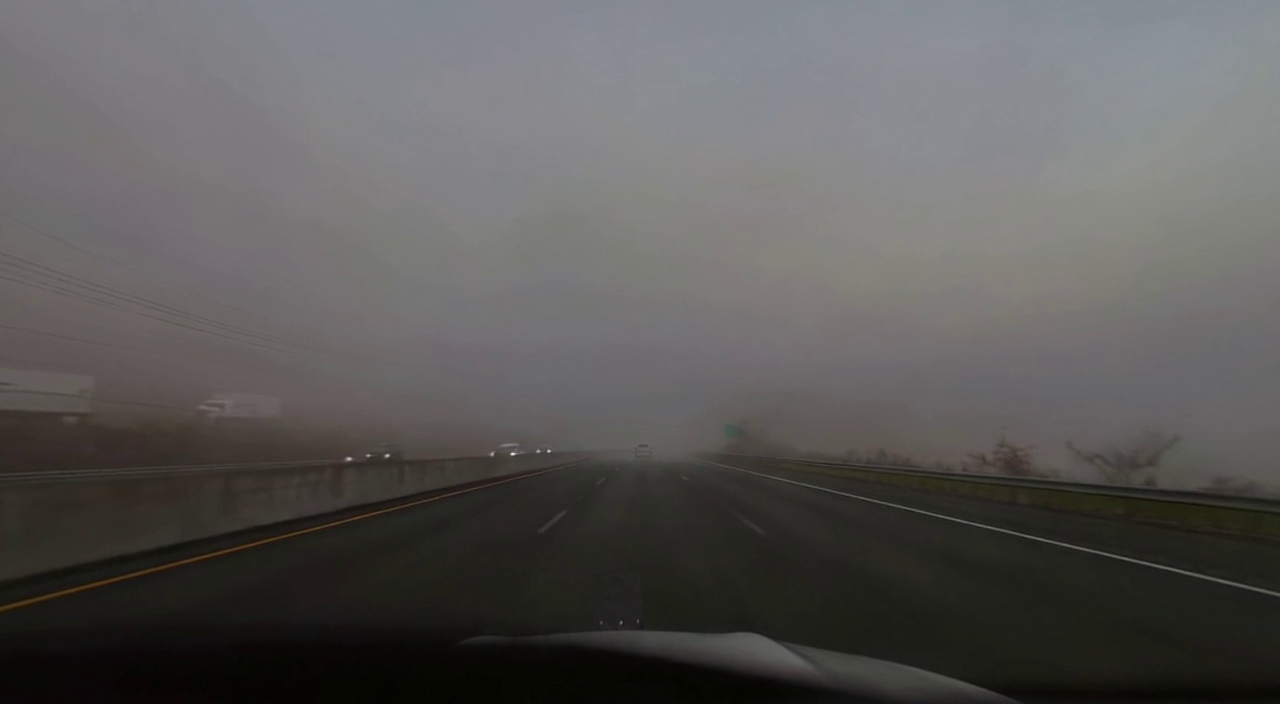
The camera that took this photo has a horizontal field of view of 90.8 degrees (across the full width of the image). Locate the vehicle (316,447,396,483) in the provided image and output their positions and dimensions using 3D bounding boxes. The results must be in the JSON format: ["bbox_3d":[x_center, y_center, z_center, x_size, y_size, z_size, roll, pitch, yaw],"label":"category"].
[{"bbox_3d":[-11.579,4.643,26.004,1.551,1.382,3.595,0,-10,1],"label":"vehicle"}]
